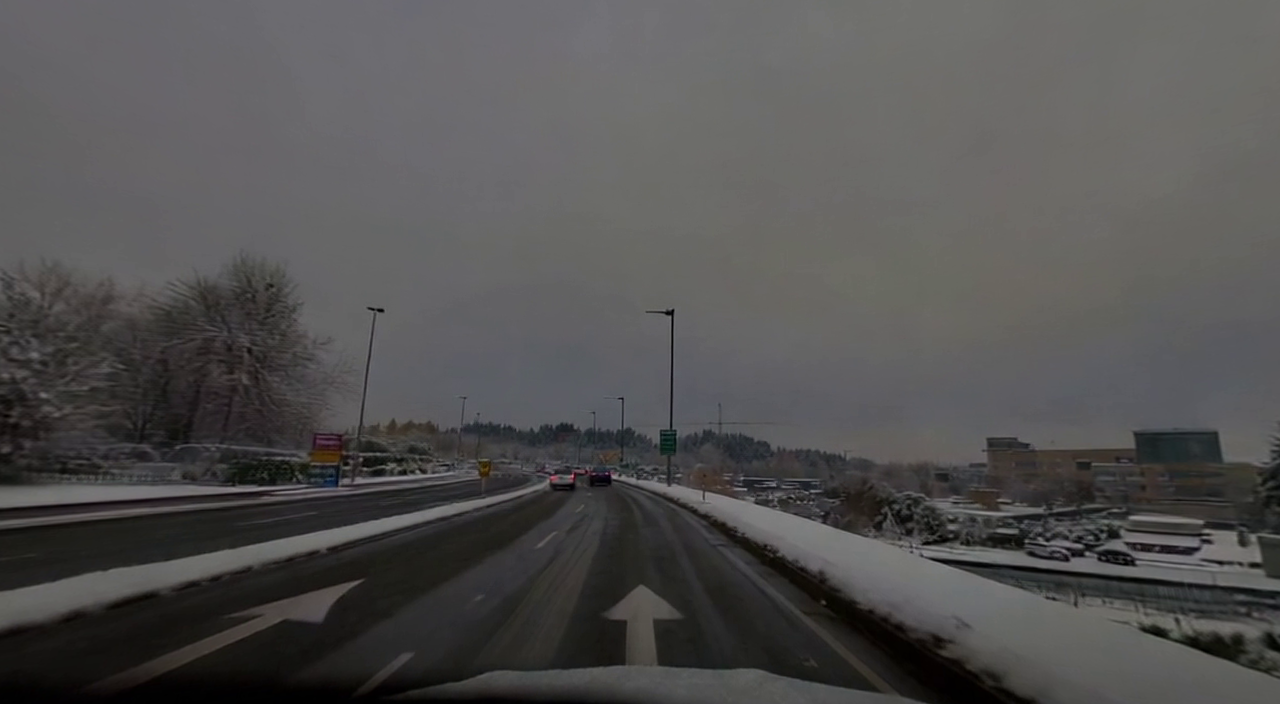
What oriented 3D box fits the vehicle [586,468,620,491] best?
[{"bbox_3d":[-2.660,8.976,44.582,2.129,1.471,4.258,2,-10,-6],"label":"vehicle"}]
